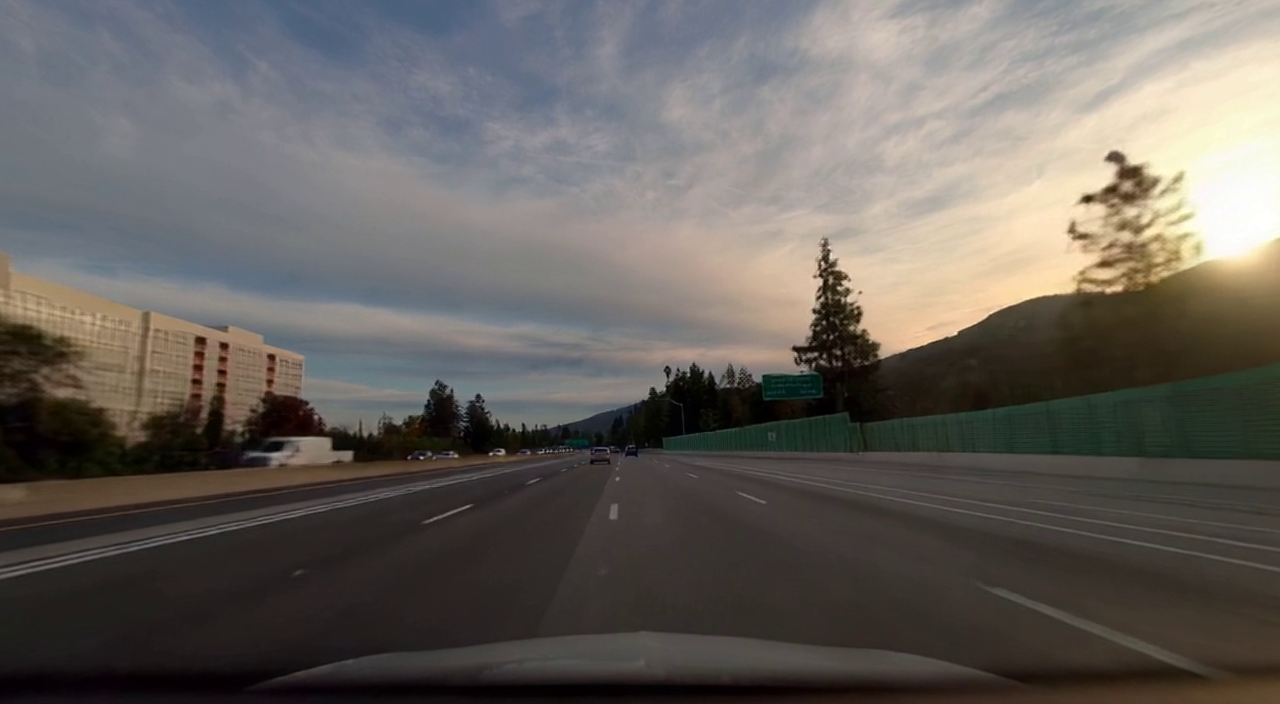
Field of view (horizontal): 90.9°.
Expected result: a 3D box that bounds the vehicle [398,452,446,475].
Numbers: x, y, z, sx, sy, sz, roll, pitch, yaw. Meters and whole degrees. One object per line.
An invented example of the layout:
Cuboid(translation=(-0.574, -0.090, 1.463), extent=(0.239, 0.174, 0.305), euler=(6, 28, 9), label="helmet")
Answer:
Cuboid(translation=(-15.737, 8.058, 45.779), extent=(1.946, 1.531, 4.538), euler=(0, -9, -1), label="vehicle")

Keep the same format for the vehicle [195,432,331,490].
Cuboid(translation=(-14.029, 4.090, 23.913), extent=(2.125, 1.915, 4.942), euler=(0, -9, -1), label="vehicle")
